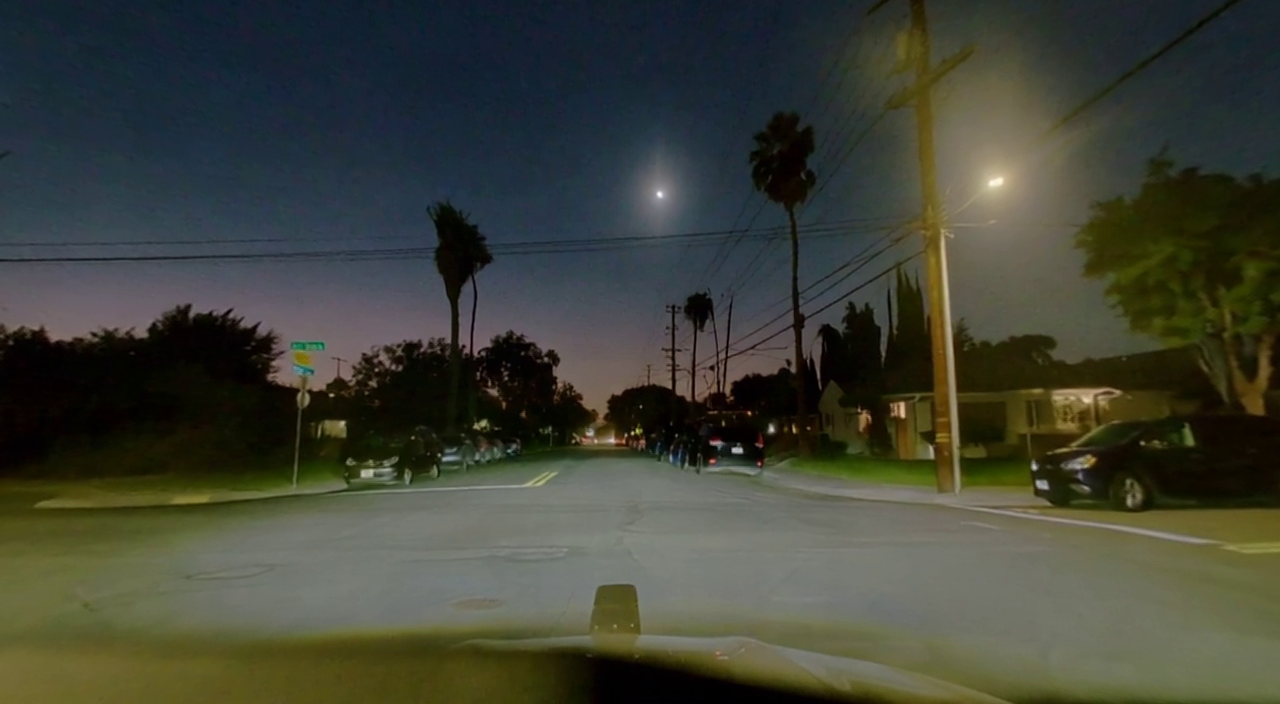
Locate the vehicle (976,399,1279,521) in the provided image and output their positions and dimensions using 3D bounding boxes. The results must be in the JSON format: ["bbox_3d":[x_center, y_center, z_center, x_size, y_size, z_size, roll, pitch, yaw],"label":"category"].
[{"bbox_3d":[10.216,2.005,12.317,5.971,1.967,2.385,-1,-8,-5],"label":"vehicle"}]

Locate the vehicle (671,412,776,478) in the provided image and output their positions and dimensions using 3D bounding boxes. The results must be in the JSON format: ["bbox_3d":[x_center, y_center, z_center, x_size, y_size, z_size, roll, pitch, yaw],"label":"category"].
[{"bbox_3d":[2.565,3.110,21.284,2.505,1.895,5.805,0,-8,-3],"label":"vehicle"}]

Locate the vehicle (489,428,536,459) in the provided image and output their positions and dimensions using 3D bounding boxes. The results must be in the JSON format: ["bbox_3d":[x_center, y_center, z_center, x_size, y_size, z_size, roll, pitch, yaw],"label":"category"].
[{"bbox_3d":[-8.133,5.895,40.754,2.178,1.865,4.658,0,-8,-2],"label":"vehicle"}]

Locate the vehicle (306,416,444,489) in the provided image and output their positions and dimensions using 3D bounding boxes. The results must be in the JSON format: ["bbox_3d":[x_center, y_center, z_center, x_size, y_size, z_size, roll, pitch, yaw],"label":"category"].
[{"bbox_3d":[-7.070,2.717,17.452,2.198,1.724,4.493,1,-8,-5],"label":"vehicle"}]
